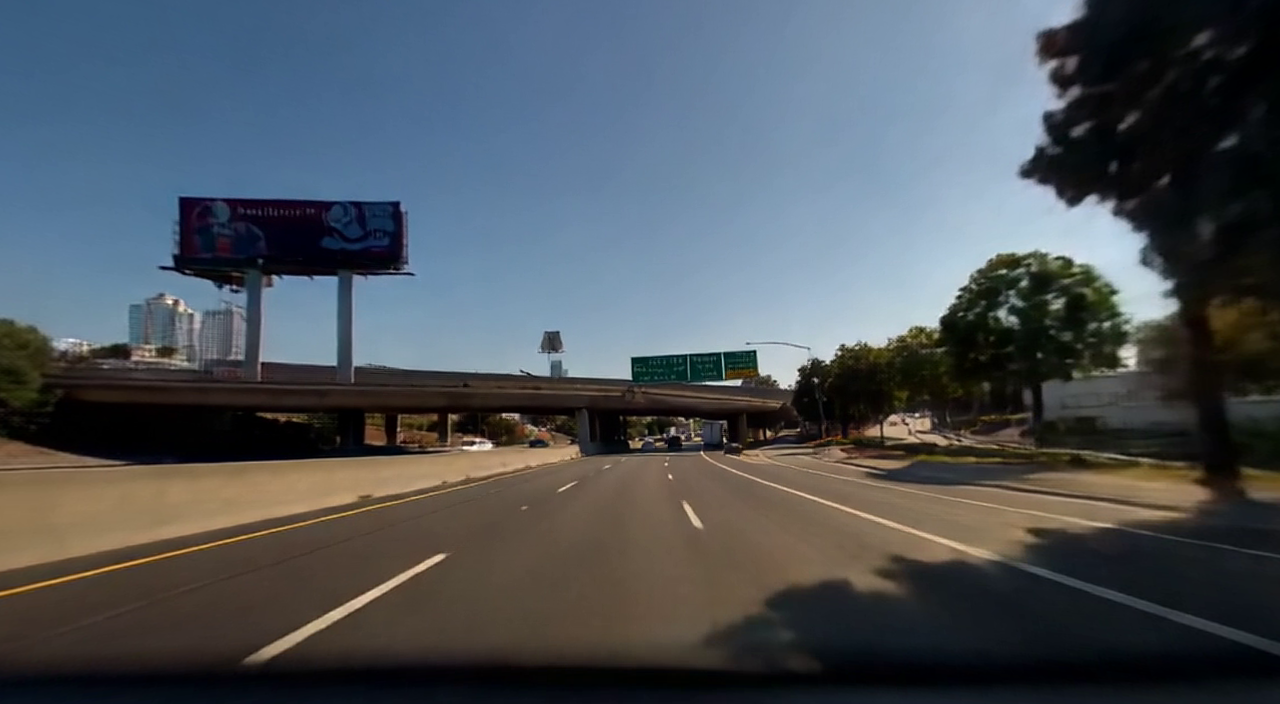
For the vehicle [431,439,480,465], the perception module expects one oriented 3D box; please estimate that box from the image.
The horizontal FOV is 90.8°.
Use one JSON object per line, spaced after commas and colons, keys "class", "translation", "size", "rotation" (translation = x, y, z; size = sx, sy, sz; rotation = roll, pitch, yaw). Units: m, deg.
{"class": "vehicle", "translation": [-11.881, 6.443, 40.936], "size": [1.824, 1.596, 3.948], "rotation": [0, -8, 3]}
